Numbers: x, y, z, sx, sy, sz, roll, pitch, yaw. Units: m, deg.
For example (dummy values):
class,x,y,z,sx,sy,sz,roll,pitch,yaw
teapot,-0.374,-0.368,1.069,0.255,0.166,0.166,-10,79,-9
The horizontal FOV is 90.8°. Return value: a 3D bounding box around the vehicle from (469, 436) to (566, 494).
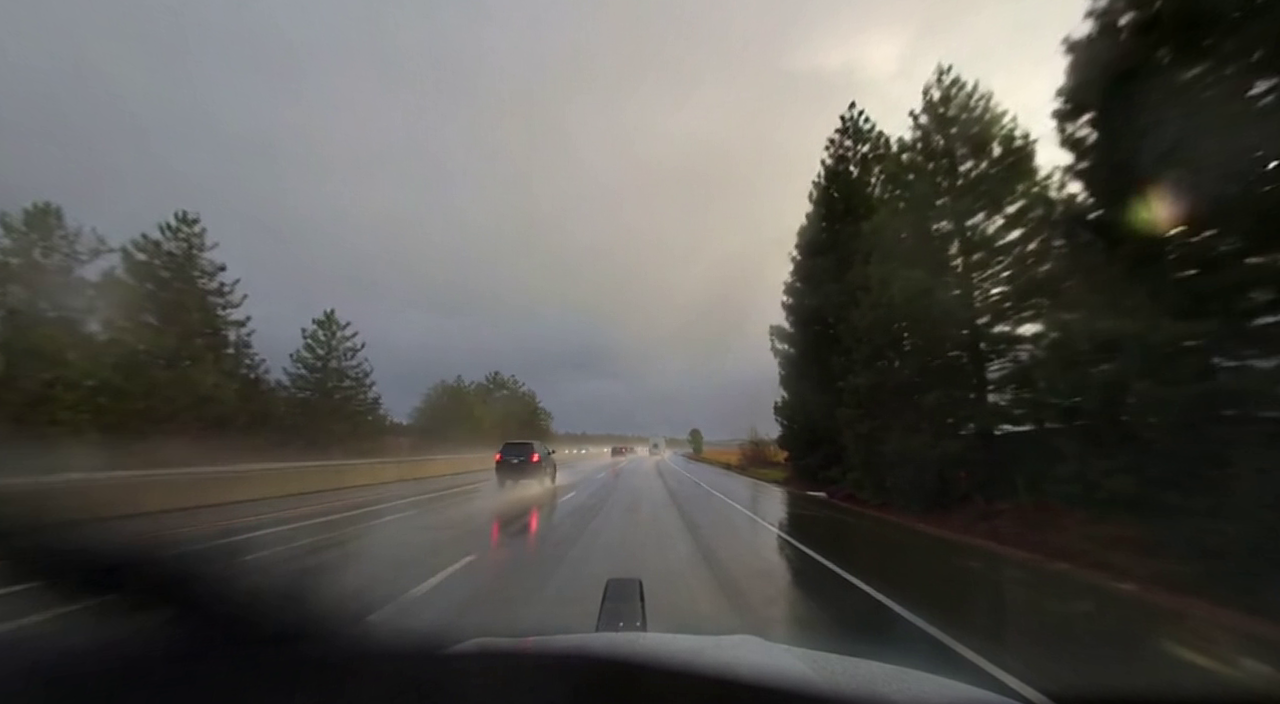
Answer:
class,x,y,z,sx,sy,sz,roll,pitch,yaw
vehicle,-3.890,3.684,20.901,2.188,1.692,4.623,0,-9,1
